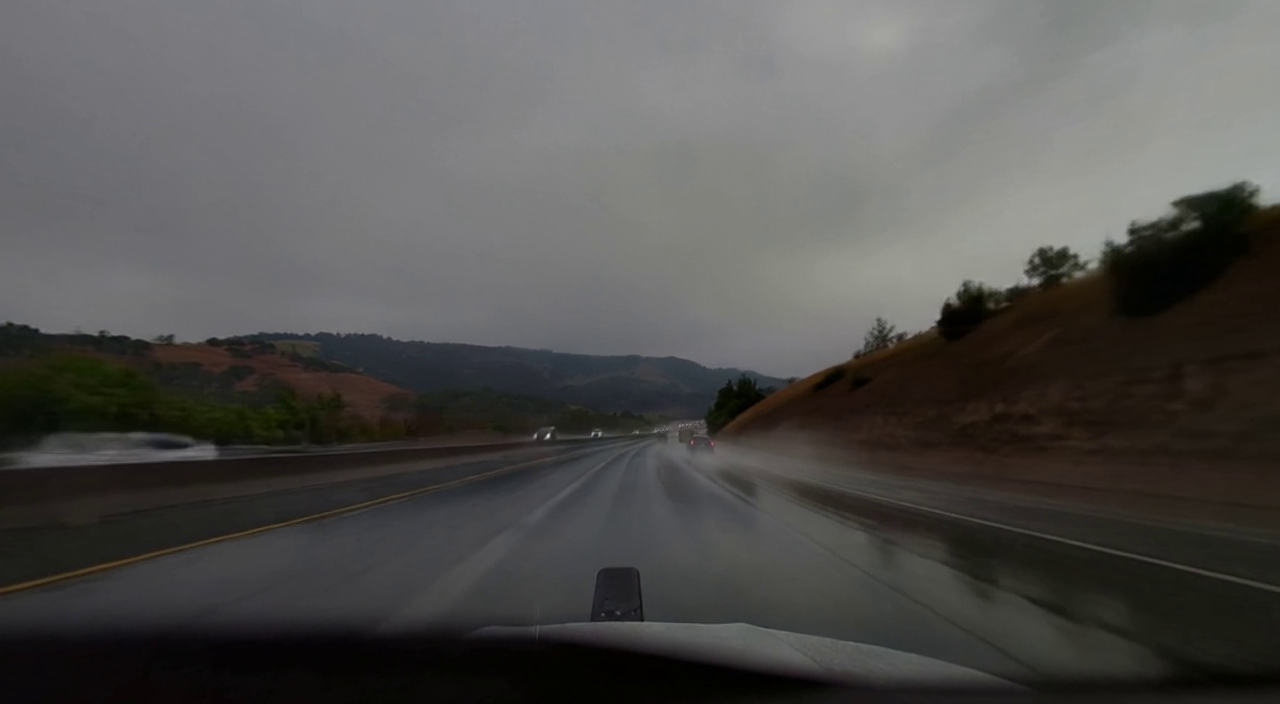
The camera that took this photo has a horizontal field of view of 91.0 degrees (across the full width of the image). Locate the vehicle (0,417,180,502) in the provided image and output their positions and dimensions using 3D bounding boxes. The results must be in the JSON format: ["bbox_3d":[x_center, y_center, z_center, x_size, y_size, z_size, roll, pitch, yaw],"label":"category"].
[{"bbox_3d":[-13.962,2.530,15.209,2.098,1.724,4.494,0,-8,3],"label":"vehicle"}]

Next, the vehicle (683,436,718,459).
[{"bbox_3d":[4.050,6.481,42.835,1.943,1.490,4.246,0,-8,0],"label":"vehicle"}]
